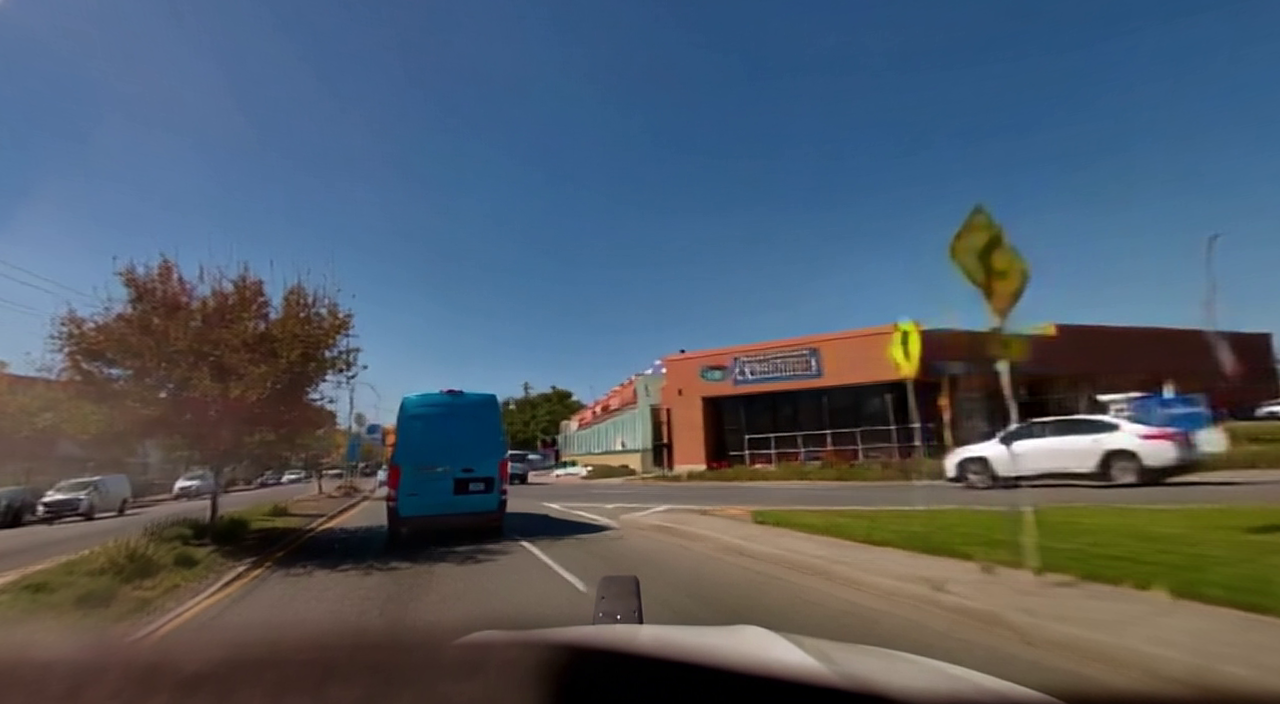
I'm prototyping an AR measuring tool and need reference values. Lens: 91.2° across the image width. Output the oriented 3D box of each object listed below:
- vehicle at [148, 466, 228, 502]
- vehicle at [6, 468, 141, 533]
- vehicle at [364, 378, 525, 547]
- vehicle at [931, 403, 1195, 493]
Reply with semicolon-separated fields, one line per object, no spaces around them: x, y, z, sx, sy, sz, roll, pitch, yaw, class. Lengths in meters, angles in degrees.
-25.408;7.404;35.442;1.938;1.688;4.523;1;-9;-12;vehicle
-19.073;4.942;21.352;2.114;1.668;3.747;-3;-8;-19;vehicle
-4.055;2.189;12.909;2.432;2.624;5.670;2;-9;-19;vehicle
8.357;1.997;12.937;4.109;1.592;2.008;-5;-10;25;vehicle
